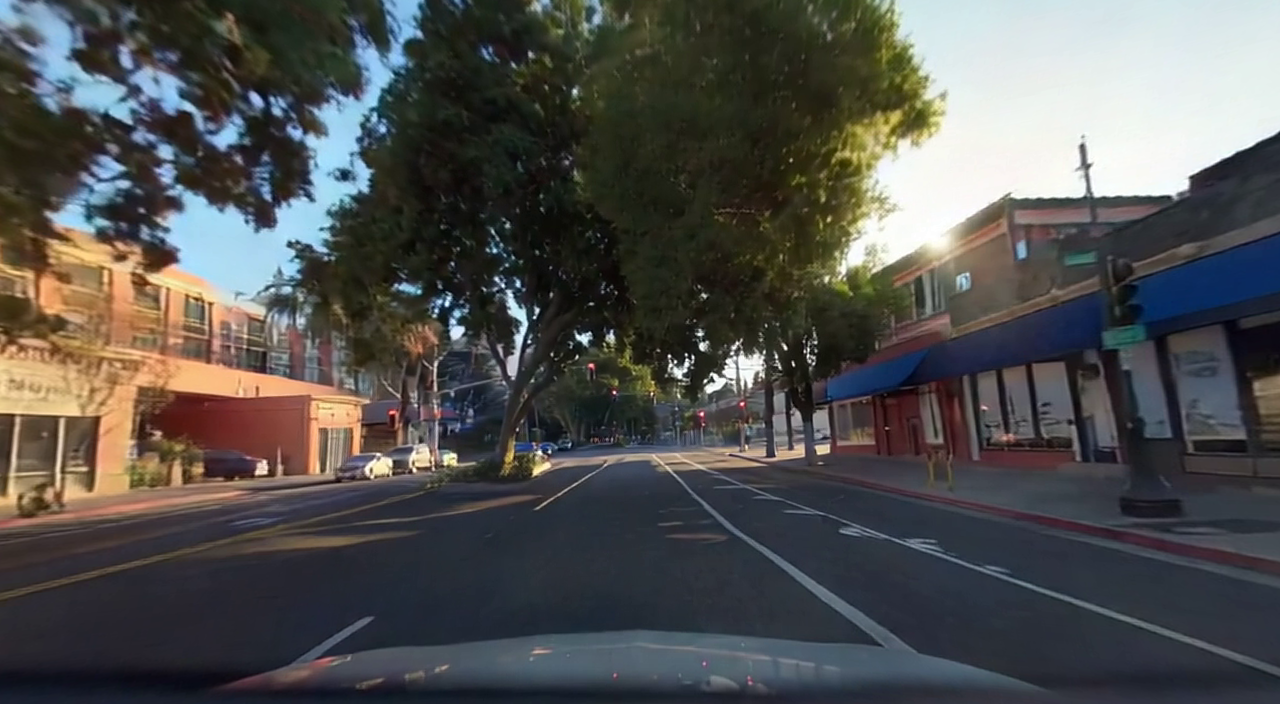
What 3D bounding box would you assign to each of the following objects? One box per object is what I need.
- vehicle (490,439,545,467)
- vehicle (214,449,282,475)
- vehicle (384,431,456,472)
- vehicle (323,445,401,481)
[{"bbox_3d":[-6.889,5.719,35.979,2.129,1.495,4.699,0,-8,1],"label":"vehicle"},{"bbox_3d":[-24.112,6.765,39.028,1.788,1.487,3.880,0,-8,-3],"label":"vehicle"},{"bbox_3d":[-12.677,5.798,36.879,2.268,2.181,5.482,0,-8,-1],"label":"vehicle"},{"bbox_3d":[-12.790,5.105,29.331,1.868,1.520,3.796,0,-8,-1],"label":"vehicle"}]
